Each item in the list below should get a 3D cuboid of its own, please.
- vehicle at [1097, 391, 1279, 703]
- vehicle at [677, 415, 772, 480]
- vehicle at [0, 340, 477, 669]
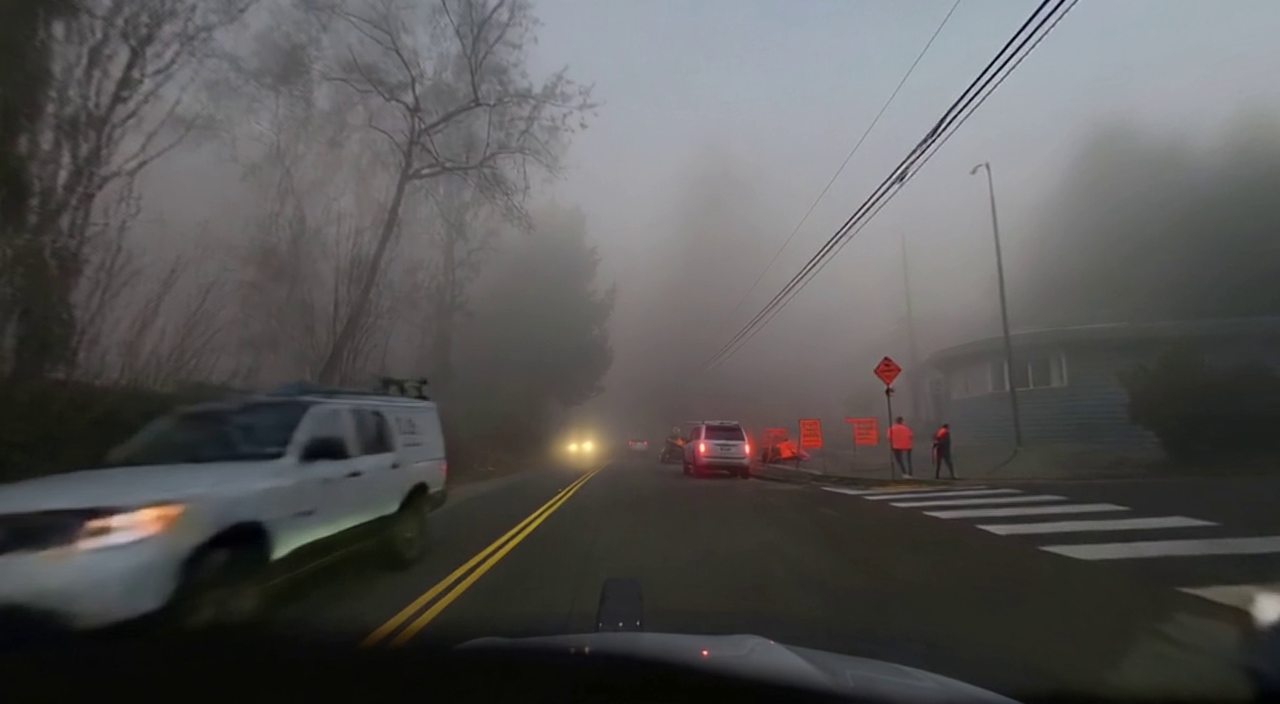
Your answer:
[{"bbox_3d":[3.134,0.632,0.415,2.006,1.482,4.722,0,-8,-2],"label":"vehicle"},{"bbox_3d":[2.935,3.588,23.845,2.759,2.114,6.152,0,-8,0],"label":"vehicle"},{"bbox_3d":[-3.570,1.289,6.591,2.358,1.921,5.675,0,-8,-2],"label":"vehicle"}]
